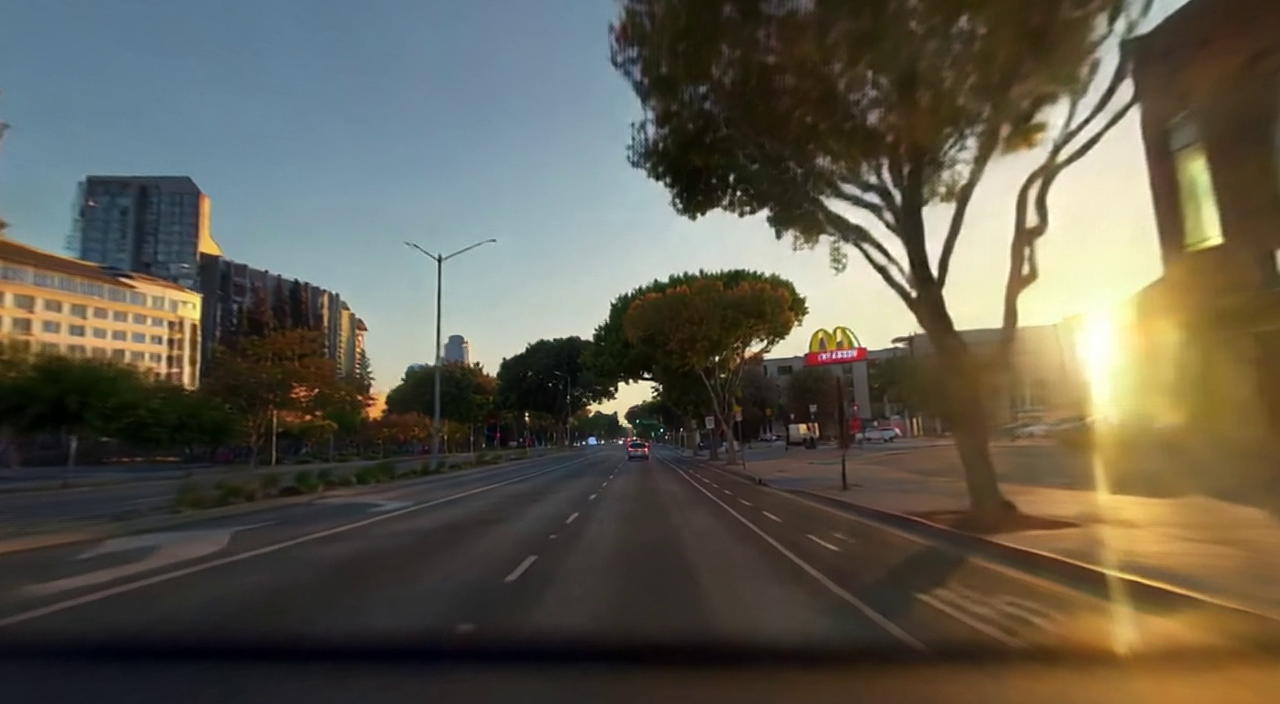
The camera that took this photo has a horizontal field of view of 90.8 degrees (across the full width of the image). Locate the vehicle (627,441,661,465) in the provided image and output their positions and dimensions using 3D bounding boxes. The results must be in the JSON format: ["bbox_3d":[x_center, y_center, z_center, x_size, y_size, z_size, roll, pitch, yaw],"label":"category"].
[{"bbox_3d":[0.202,6.567,41.219,2.115,1.461,3.976,0,-8,-1],"label":"vehicle"}]
